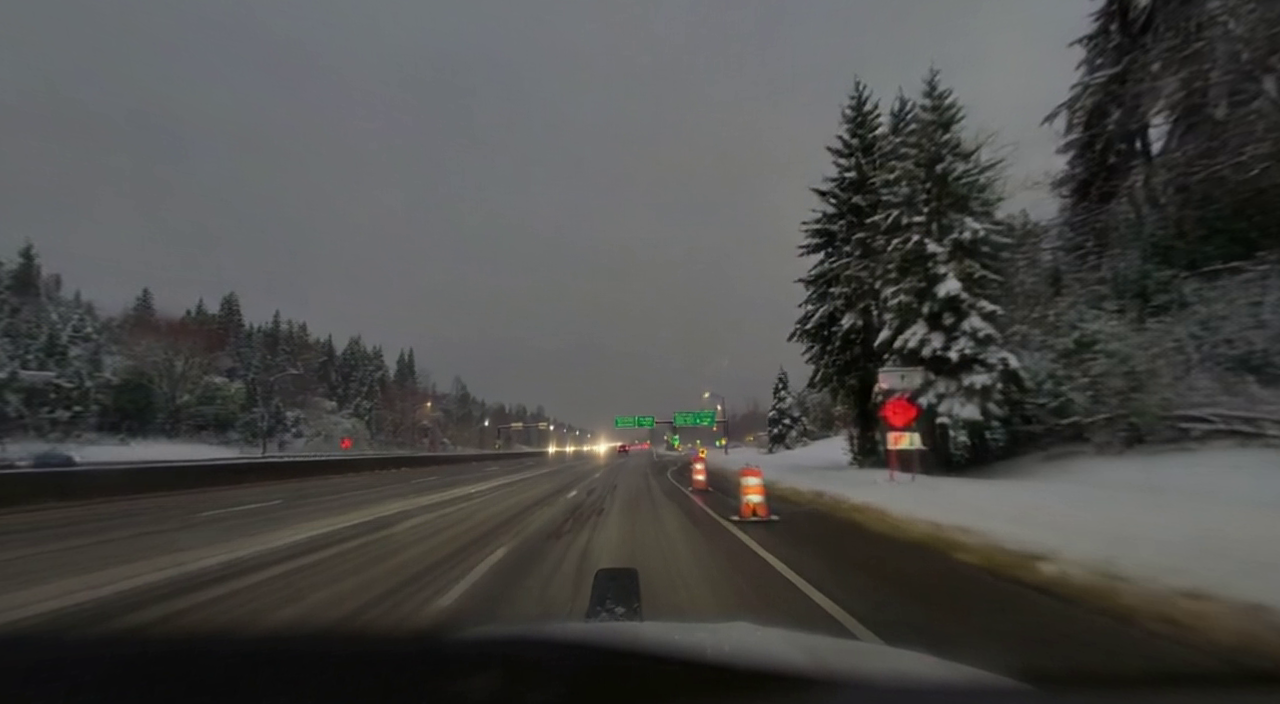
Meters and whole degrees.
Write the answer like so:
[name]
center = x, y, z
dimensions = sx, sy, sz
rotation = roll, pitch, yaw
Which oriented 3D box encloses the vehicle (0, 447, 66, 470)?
[vehicle]
center = -41.170, 7.058, 41.768
dimensions = 1.815, 1.443, 4.563
rotation = 0, -10, 0
